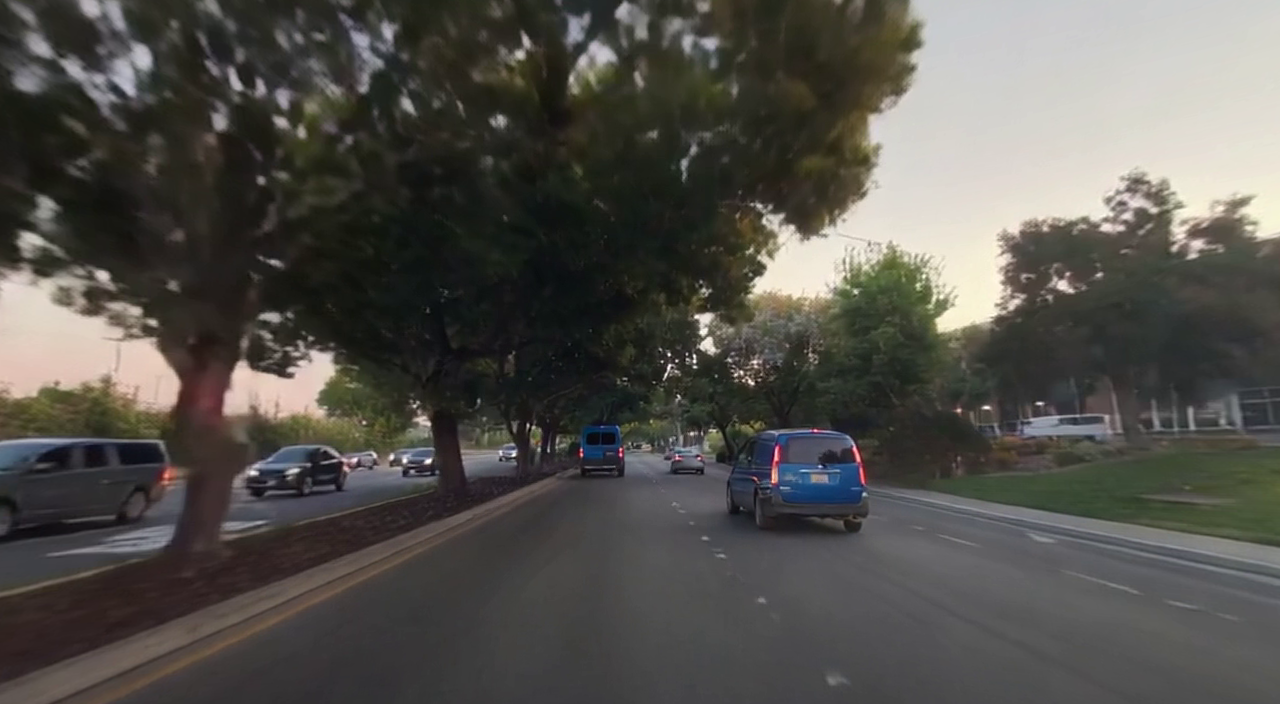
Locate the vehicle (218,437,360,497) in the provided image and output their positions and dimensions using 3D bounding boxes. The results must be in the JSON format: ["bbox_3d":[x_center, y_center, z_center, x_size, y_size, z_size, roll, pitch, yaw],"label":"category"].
[{"bbox_3d":[-11.459,3.774,21.107,2.192,1.754,4.569,0,-9,-1],"label":"vehicle"}]

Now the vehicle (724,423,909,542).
[{"bbox_3d":[2.805,2.179,11.165,1.965,1.671,4.146,0,-9,-2],"label":"vehicle"}]

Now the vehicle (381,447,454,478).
[{"bbox_3d":[-11.656,5.803,33.508,2.116,1.481,4.572,0,-9,1],"label":"vehicle"}]

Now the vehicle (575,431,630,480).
[{"bbox_3d":[-1.622,4.681,28.843,2.228,2.054,4.309,0,-9,0],"label":"vehicle"}]

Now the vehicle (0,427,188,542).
[{"bbox_3d":[-11.269,2.375,11.783,2.091,1.806,4.859,0,-9,-1],"label":"vehicle"}]

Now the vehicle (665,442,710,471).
[{"bbox_3d":[2.833,6.365,38.660,2.248,1.692,4.252,0,-9,-2],"label":"vehicle"}]
